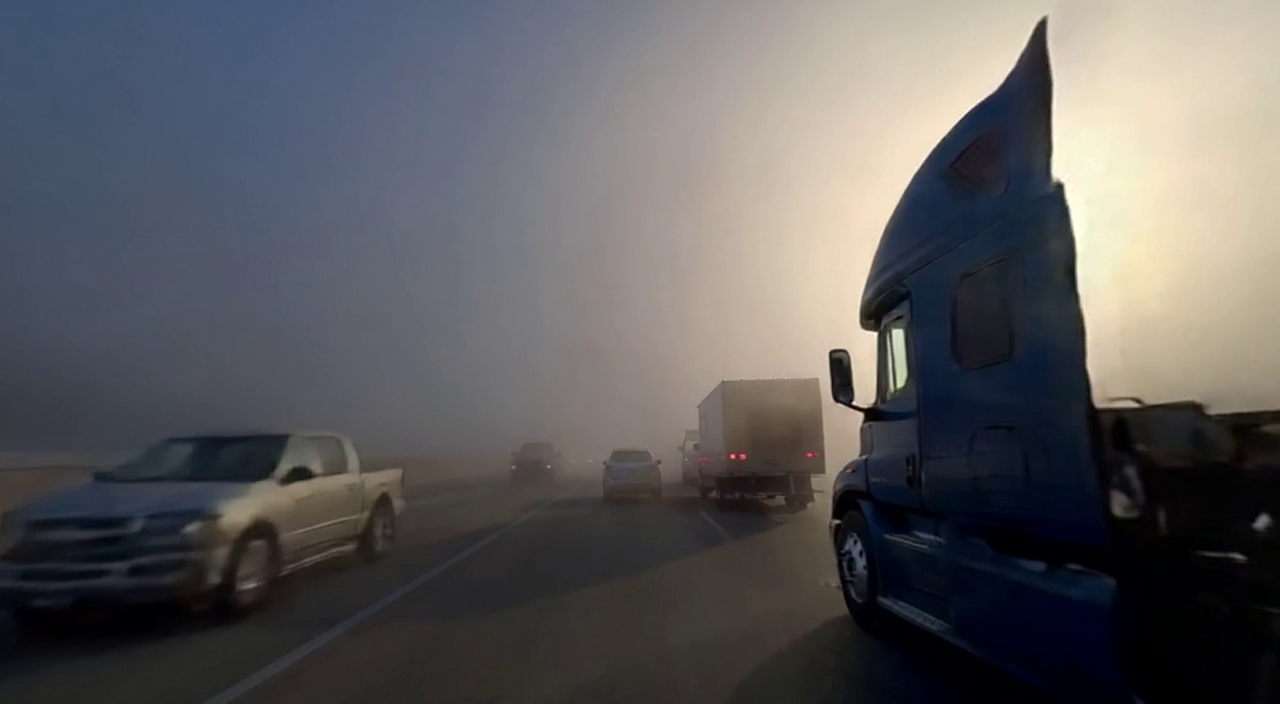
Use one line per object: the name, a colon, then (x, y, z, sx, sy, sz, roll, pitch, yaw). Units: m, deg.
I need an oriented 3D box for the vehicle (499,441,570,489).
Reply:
vehicle: (-4.048, 4.409, 24.914, 2.074, 1.717, 4.089, 0, -9, 1)

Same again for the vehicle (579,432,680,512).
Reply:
vehicle: (-0.258, 2.960, 15.970, 2.201, 1.719, 4.058, 0, -9, -1)

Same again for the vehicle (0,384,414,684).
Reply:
vehicle: (-3.908, 1.383, 5.859, 1.986, 1.733, 4.209, 0, -9, 1)

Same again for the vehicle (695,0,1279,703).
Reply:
vehicle: (2.973, 0.597, 8.792, 2.934, 4.123, 15.785, 0, -9, 0)
